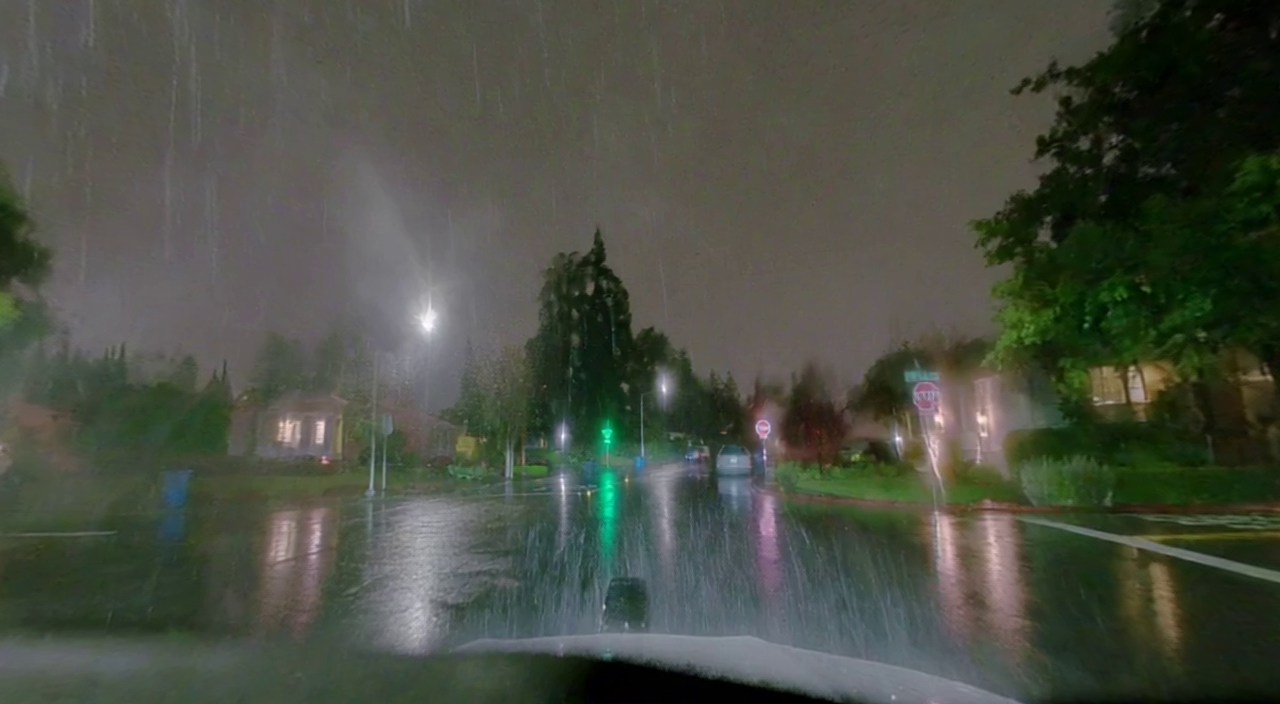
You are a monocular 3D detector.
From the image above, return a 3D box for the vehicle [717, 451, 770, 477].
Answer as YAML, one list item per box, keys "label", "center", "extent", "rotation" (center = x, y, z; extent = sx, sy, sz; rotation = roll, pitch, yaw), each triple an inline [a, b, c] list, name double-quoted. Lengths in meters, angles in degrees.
- label: "vehicle"
  center: [7.249, 7.724, 43.670]
  extent: [2.692, 1.649, 4.689]
  rotation: [-3, -9, 20]
